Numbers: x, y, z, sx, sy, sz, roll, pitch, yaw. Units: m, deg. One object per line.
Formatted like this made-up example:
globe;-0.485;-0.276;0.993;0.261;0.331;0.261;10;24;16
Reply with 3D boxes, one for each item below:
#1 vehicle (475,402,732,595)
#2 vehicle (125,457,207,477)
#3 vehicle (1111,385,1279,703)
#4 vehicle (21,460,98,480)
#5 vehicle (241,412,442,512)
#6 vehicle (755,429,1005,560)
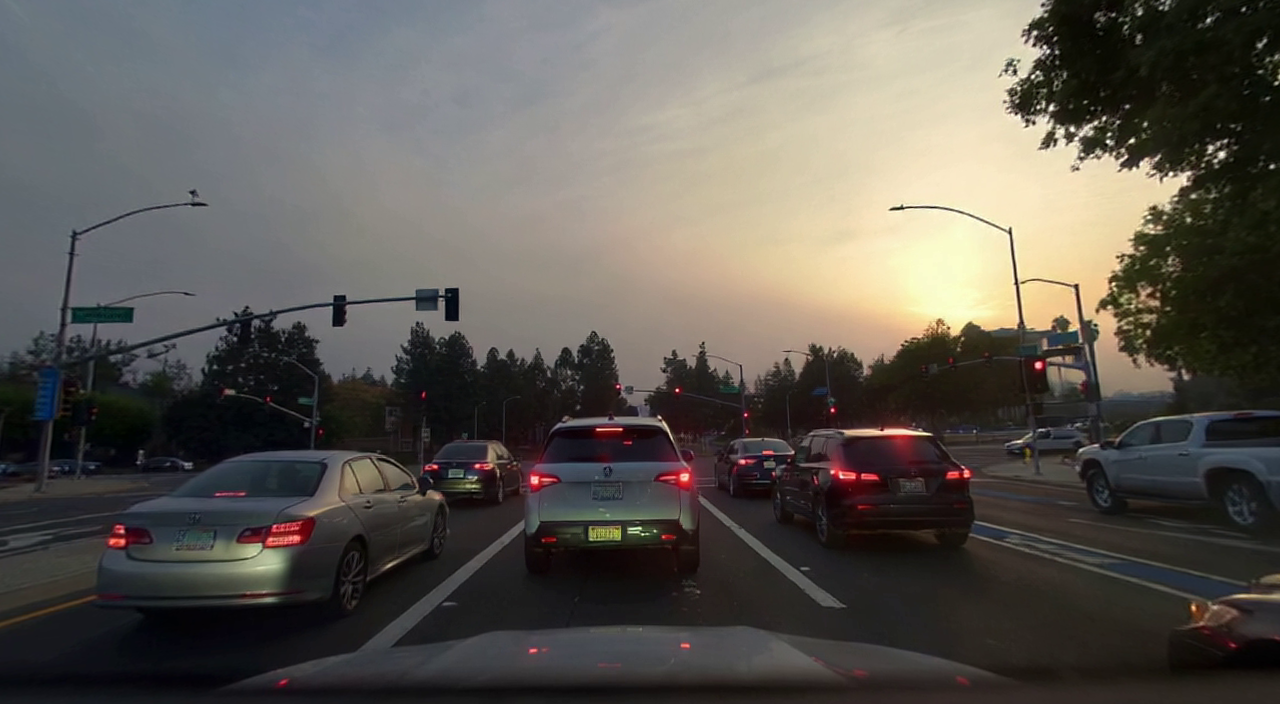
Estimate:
vehicle;-0.308;1.591;7.634;2.256;1.694;4.055;0;-8;0
vehicle;-37.308;9.055;49.488;4.914;1.487;1.850;0;-8;0
vehicle;3.309;0.671;0.842;1.980;1.515;4.362;0;-8;1
vehicle;-45.652;9.275;49.412;4.232;1.498;1.791;0;-8;1
vehicle;-6.711;2.557;15.000;2.214;1.953;5.017;0;-8;1
vehicle;3.167;1.972;9.495;1.971;1.473;4.495;0;-8;0
